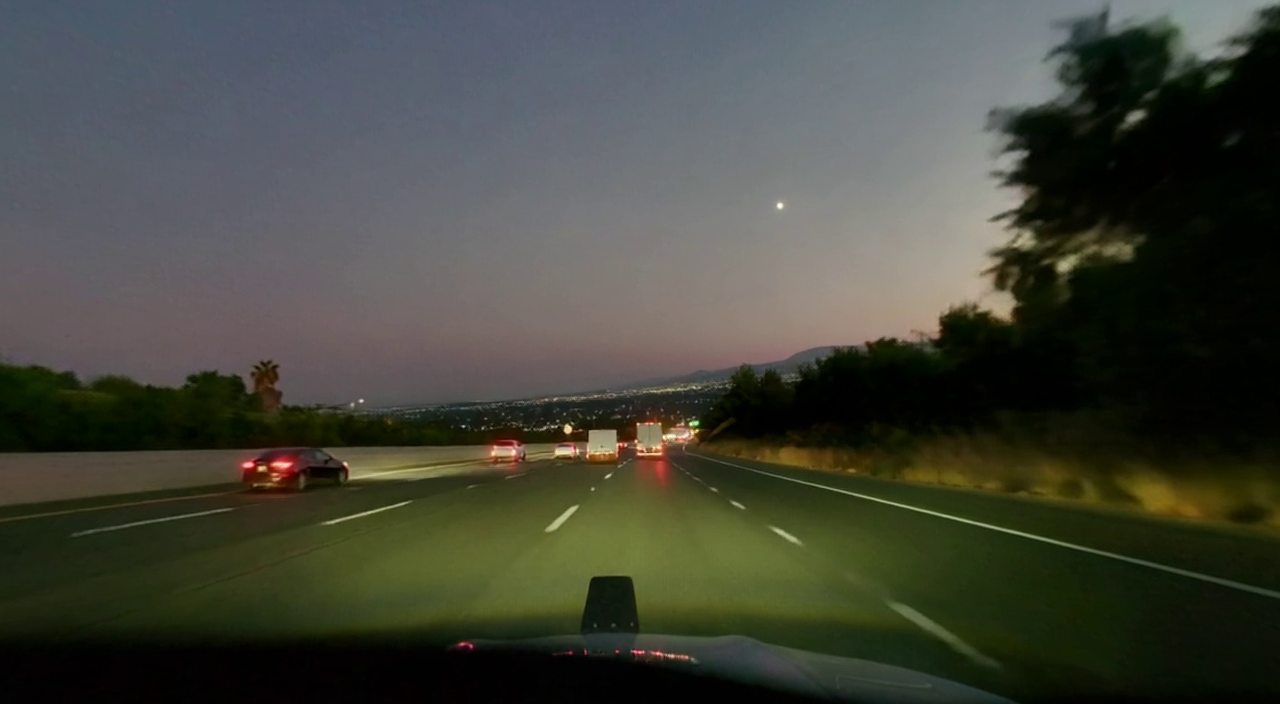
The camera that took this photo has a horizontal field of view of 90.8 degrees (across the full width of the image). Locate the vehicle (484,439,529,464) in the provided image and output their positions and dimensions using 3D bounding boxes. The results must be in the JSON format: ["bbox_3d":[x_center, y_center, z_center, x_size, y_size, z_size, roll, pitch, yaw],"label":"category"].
[{"bbox_3d":[-9.973,7.454,47.605,2.080,1.777,5.450,0,-8,2],"label":"vehicle"}]

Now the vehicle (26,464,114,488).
[{"bbox_3d":[-43.283,9.409,48.141,2.107,1.552,4.767,0,-9,2],"label":"vehicle"}]

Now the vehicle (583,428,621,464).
[{"bbox_3d":[-2.770,7.116,47.732,2.328,2.519,5.238,0,-8,2],"label":"vehicle"}]

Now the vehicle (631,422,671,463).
[{"bbox_3d":[0.849,6.833,47.919,2.768,2.854,6.757,1,-8,1],"label":"vehicle"}]

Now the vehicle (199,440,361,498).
[{"bbox_3d":[-10.206,3.329,18.442,1.952,1.457,4.689,0,-8,0],"label":"vehicle"}]
